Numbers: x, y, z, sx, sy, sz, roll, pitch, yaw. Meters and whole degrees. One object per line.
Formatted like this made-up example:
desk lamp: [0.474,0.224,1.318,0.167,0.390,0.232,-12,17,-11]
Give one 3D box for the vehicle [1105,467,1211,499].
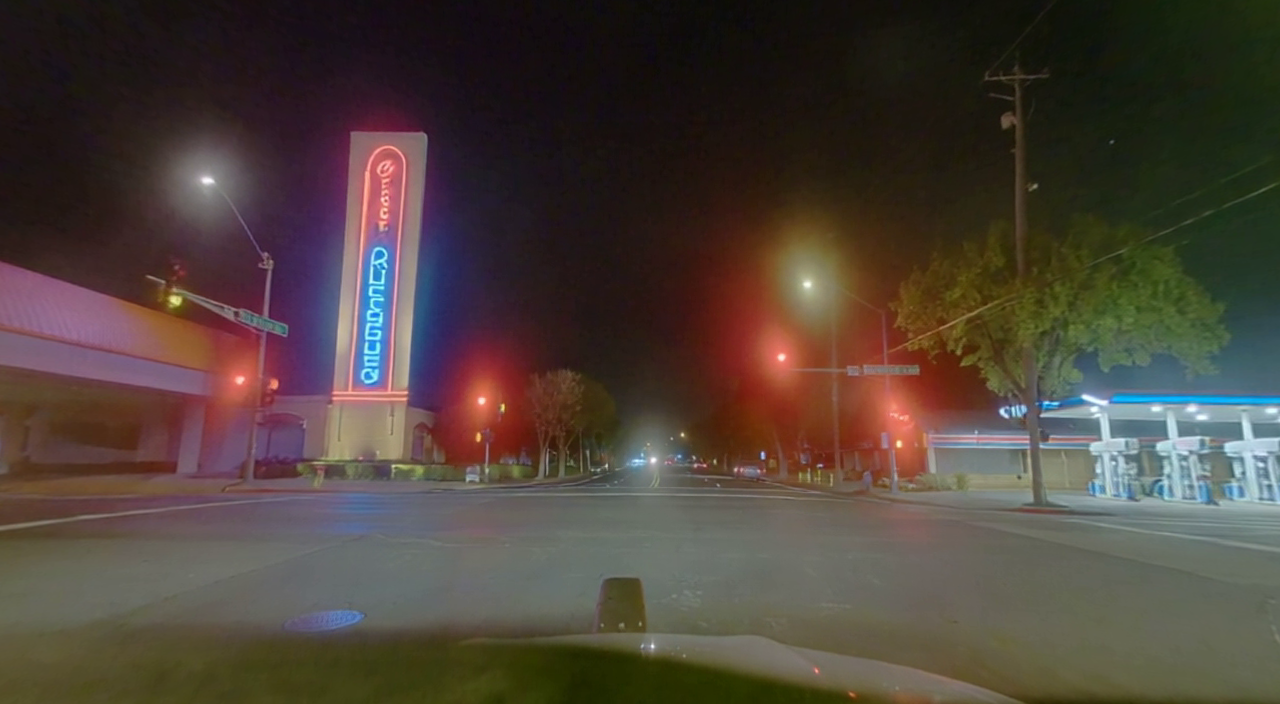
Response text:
vehicle: [28.010,7.073,34.309,1.897,1.466,4.211,1,-8,-6]
